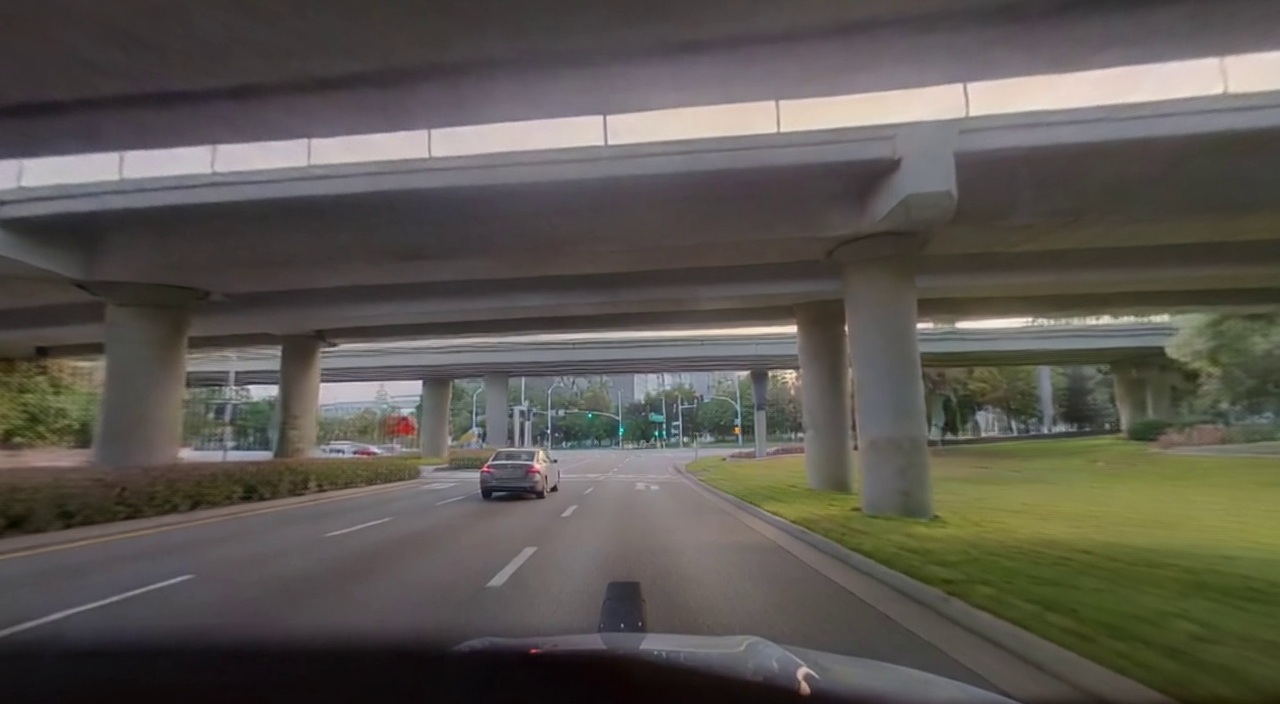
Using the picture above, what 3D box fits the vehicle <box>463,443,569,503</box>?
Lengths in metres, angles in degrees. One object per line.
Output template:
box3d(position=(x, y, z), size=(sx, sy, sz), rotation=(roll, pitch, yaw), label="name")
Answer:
box3d(position=(-3.298, 3.334, 17.762), size=(1.963, 1.460, 4.614), rotation=(0, -9, 1), label="vehicle")
